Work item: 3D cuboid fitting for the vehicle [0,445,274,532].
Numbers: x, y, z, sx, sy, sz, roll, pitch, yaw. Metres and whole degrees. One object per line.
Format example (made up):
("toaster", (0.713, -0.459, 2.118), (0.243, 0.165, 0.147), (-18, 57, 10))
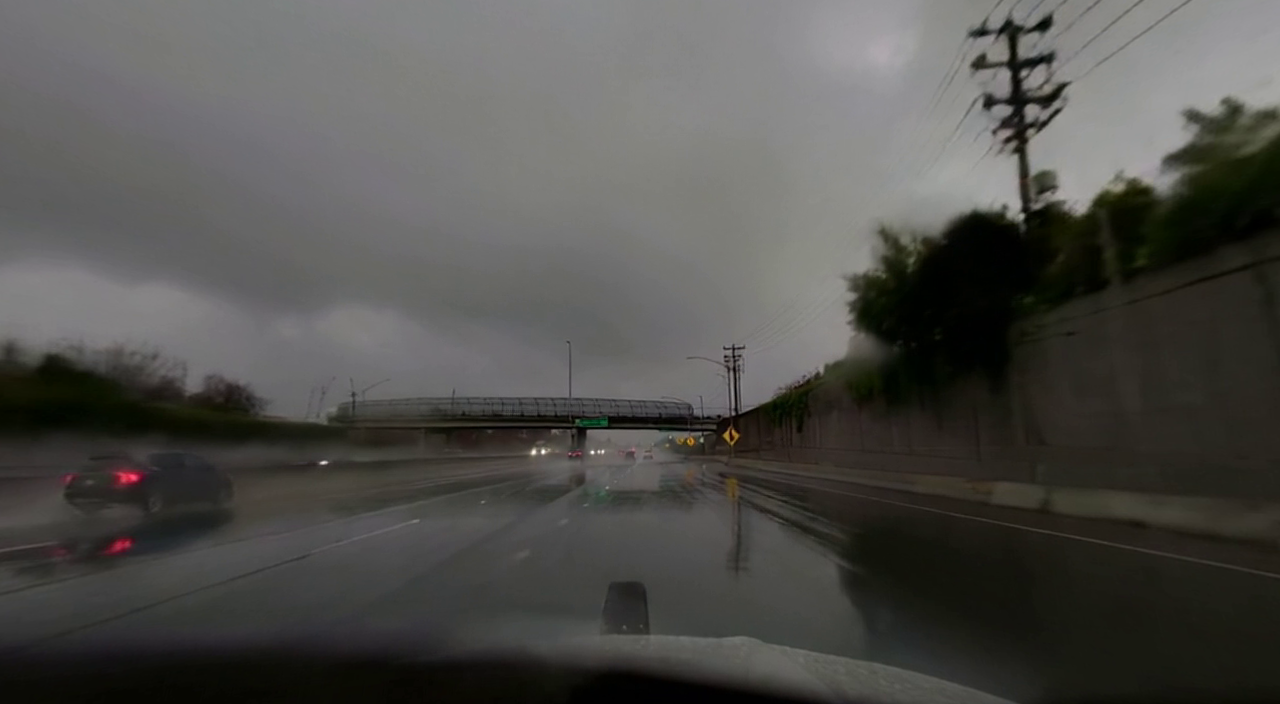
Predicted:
("vehicle", (-10.102, 2.693, 13.210), (2.056, 1.476, 4.562), (0, -8, 1))
